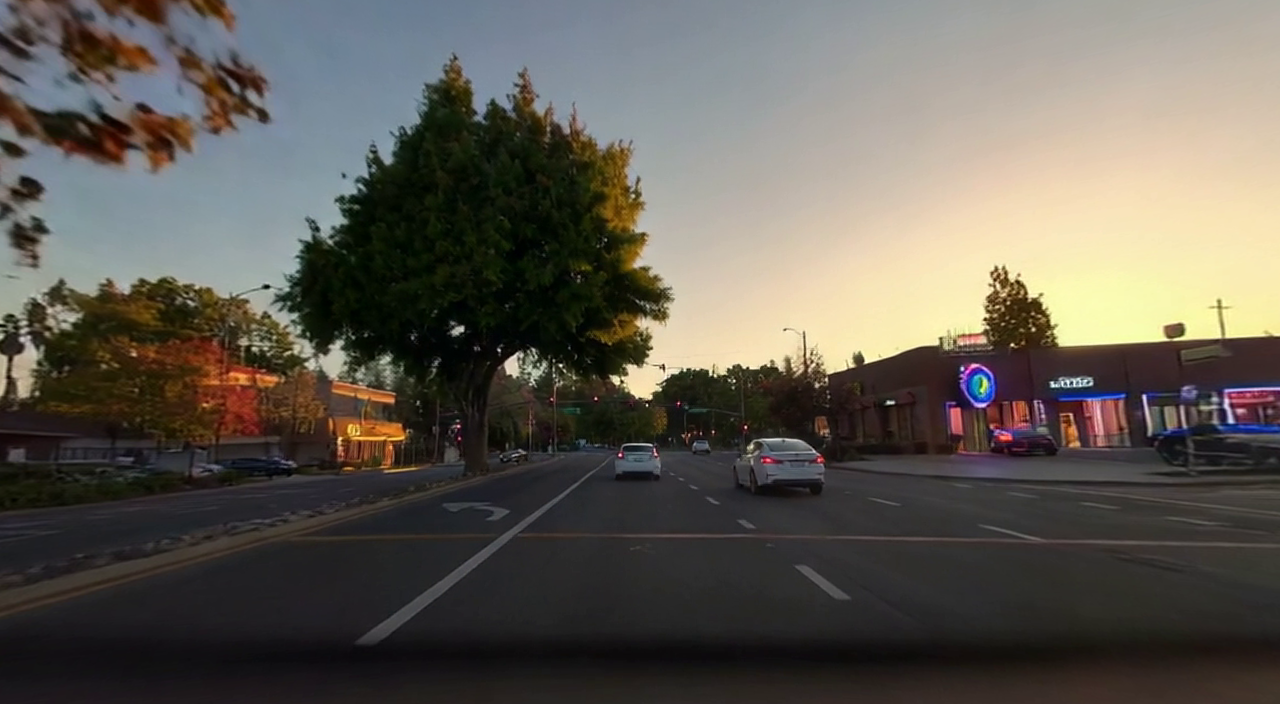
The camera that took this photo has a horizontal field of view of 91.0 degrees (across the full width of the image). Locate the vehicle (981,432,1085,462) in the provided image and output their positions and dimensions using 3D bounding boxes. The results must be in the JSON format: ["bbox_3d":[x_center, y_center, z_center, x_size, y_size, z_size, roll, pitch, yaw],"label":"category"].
[{"bbox_3d":[20.505,4.954,32.957,4.296,1.496,1.891,1,-9,-8],"label":"vehicle"}]

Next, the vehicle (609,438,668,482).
[{"bbox_3d":[-0.087,3.947,23.270,1.998,1.452,3.773,0,-9,-1],"label":"vehicle"}]

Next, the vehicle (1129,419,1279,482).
[{"bbox_3d":[20.465,3.416,22.096,4.697,1.832,2.092,-4,-9,-1],"label":"vehicle"}]

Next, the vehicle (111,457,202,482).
[{"bbox_3d":[-29.870,7.249,38.960,4.155,1.486,1.706,0,-8,-2],"label":"vehicle"}]

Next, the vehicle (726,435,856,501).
[{"bbox_3d":[3.758,2.990,16.677,2.153,1.456,4.705,0,-9,-2],"label":"vehicle"}]
